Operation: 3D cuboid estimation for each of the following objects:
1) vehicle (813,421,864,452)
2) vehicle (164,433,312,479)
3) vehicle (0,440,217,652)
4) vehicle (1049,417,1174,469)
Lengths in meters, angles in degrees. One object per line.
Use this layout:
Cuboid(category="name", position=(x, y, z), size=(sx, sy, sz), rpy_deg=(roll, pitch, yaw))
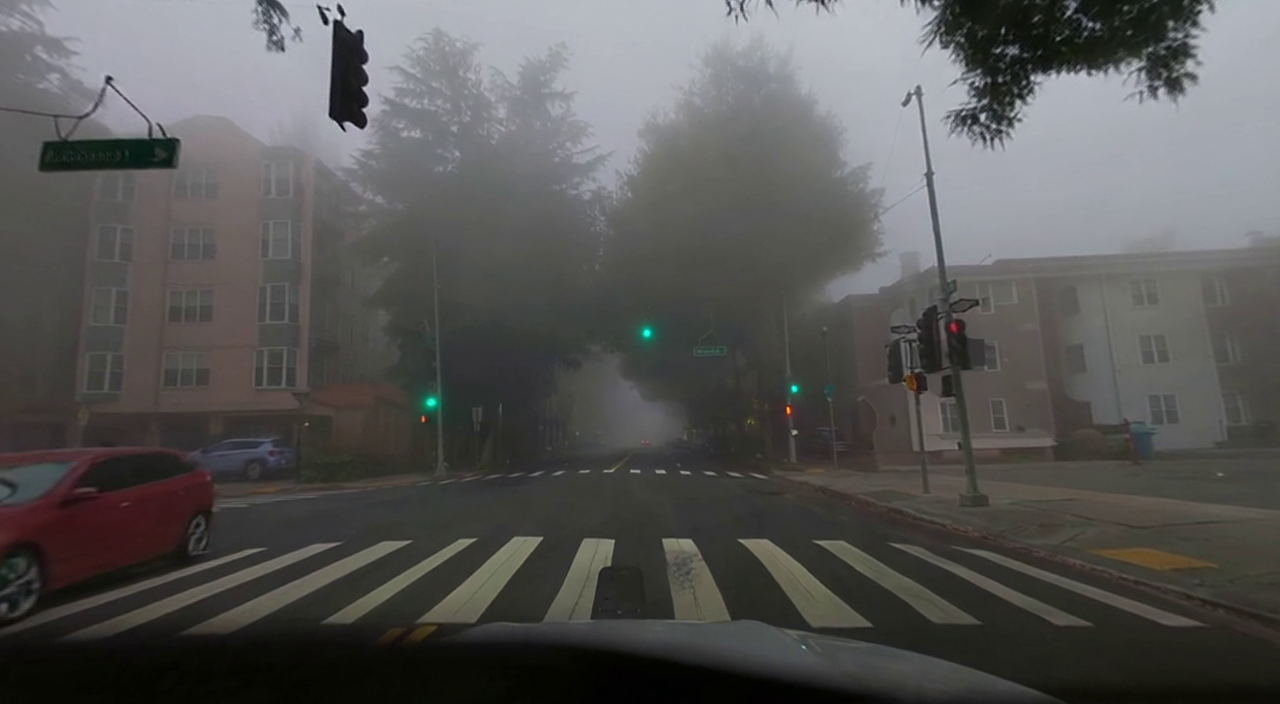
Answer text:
Cuboid(category="vehicle", position=(11.519, 4.981, 36.953), size=(1.950, 1.714, 4.245), rpy_deg=(-1, -9, 5))
Cuboid(category="vehicle", position=(-19.039, 4.920, 30.142), size=(5.468, 1.854, 2.283), rpy_deg=(-2, -8, -3))
Cuboid(category="vehicle", position=(-5.871, 1.665, 6.033), size=(1.945, 1.424, 4.135), rpy_deg=(-3, -8, -17))
Cuboid(category="vehicle", position=(17.109, 3.367, 23.227), size=(2.013, 1.722, 4.007), rpy_deg=(-2, -9, 11))
